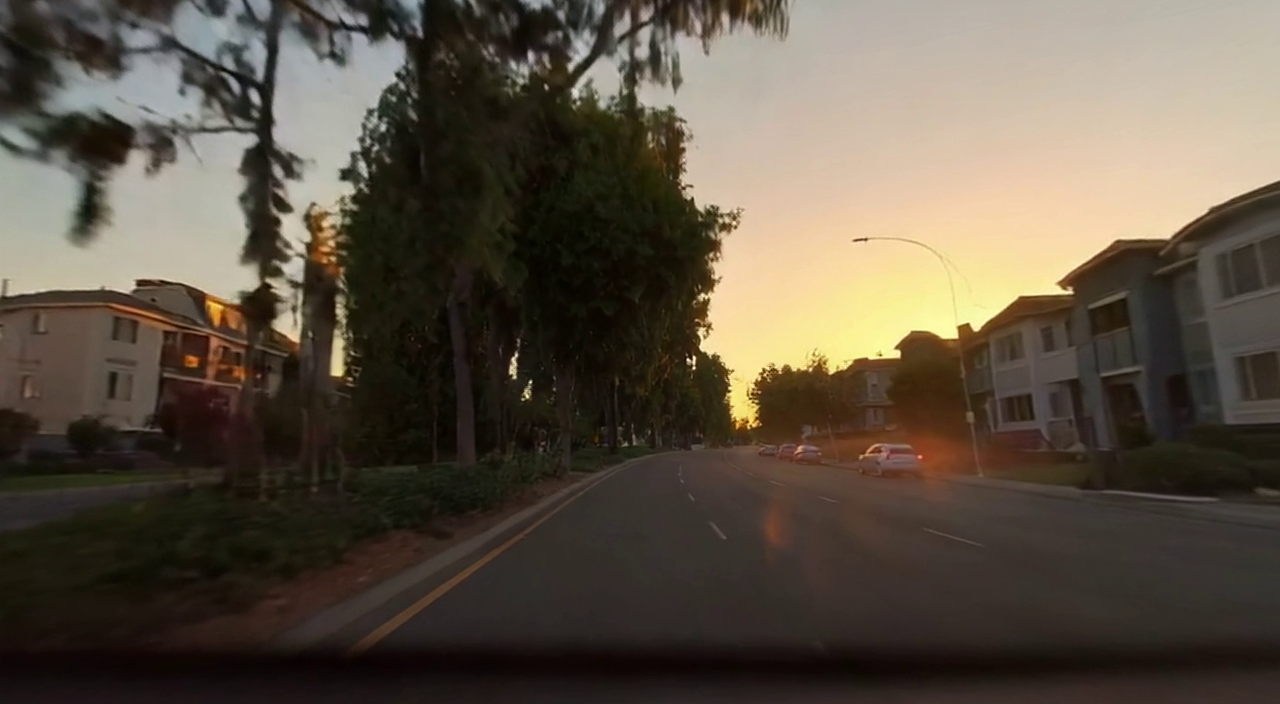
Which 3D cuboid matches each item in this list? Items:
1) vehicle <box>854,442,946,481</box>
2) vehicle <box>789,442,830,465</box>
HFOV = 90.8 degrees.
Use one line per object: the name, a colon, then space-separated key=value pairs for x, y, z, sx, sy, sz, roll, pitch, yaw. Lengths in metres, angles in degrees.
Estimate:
vehicle: x=10.687 y=4.523 z=26.379 sx=1.897 sy=1.455 sz=4.586 roll=0 pitch=-8 yaw=0
vehicle: x=11.703 y=7.006 z=43.791 sx=1.876 sy=1.450 sz=4.596 roll=-1 pitch=-8 yaw=4
